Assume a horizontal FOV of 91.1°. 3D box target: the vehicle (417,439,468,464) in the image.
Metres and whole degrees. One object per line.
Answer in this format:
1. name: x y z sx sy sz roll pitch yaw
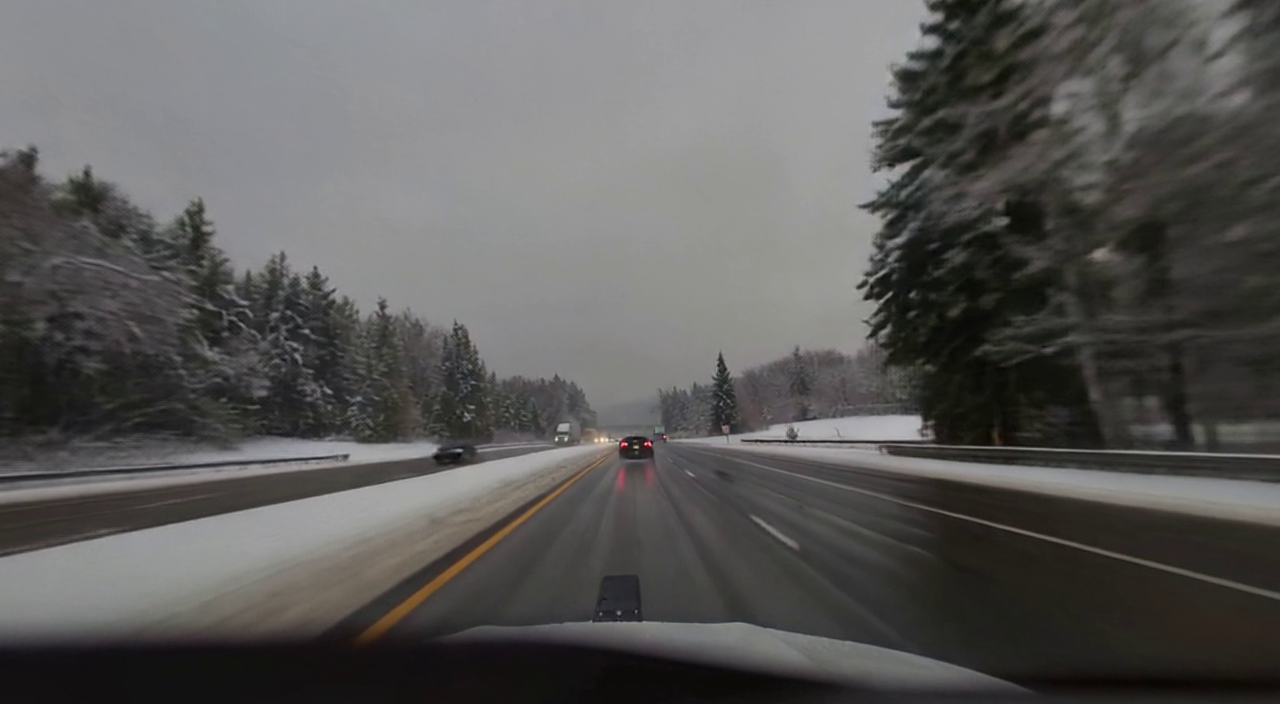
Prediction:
1. vehicle: -12.964 6.536 41.605 1.878 1.499 4.539 0 -8 0

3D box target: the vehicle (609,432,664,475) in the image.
1. vehicle: -0.137 3.756 23.630 1.897 1.479 3.724 0 -8 -1
